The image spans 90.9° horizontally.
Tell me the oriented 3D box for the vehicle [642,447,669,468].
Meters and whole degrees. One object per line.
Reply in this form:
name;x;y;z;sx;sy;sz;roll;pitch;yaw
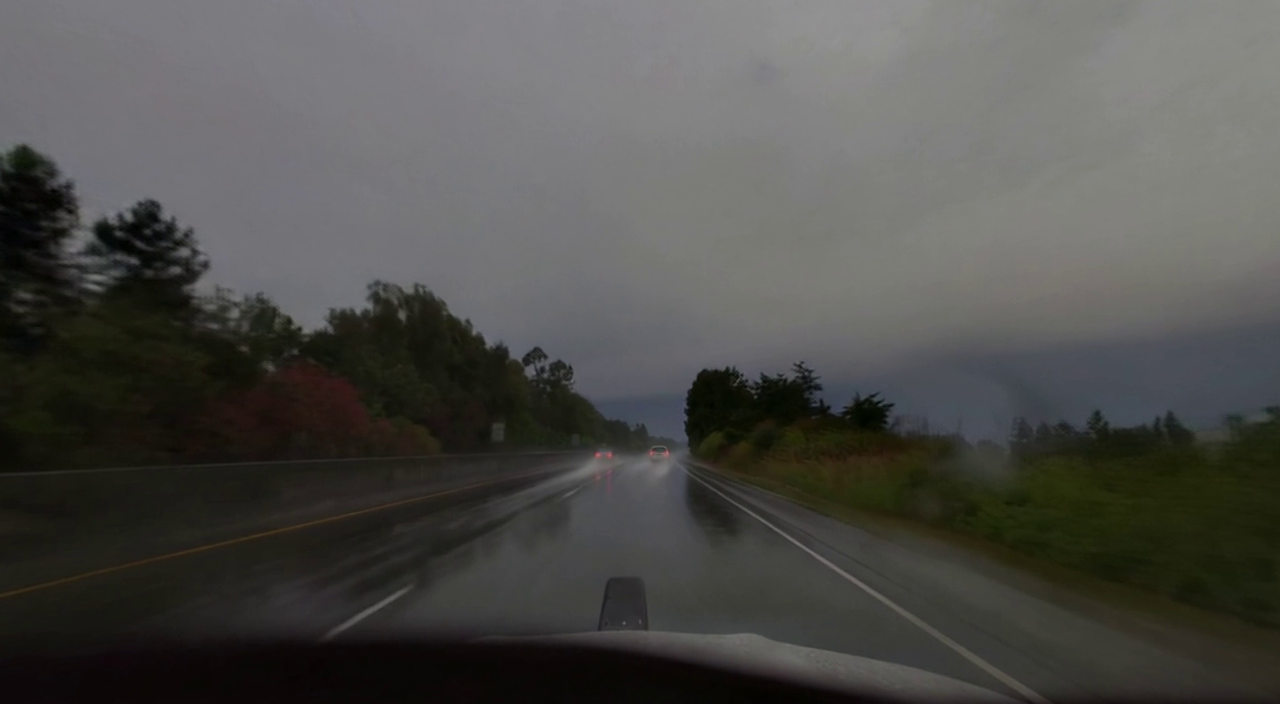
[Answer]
vehicle;1.165;7.866;47.248;1.934;1.488;3.832;0;-9;0
